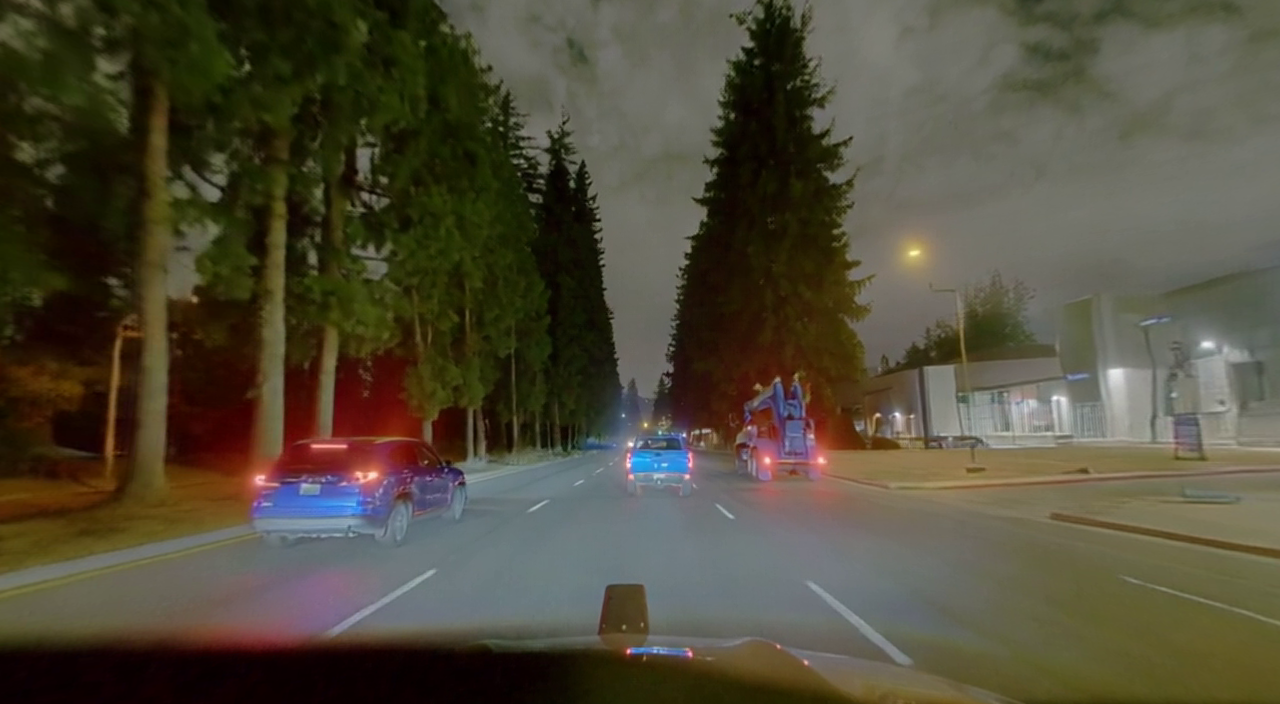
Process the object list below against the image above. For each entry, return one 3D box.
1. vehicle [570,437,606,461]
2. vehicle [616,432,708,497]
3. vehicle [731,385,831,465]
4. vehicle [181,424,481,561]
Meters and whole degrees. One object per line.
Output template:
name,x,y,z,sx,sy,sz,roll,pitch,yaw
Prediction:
vehicle,-3.680,6.938,45.288,2.062,1.641,4.193,0,-8,2
vehicle,0.496,2.864,16.391,2.086,1.466,4.026,0,-8,0
vehicle,5.826,3.226,27.118,2.736,3.078,5.825,0,-8,-2
vehicle,-4.050,1.920,9.457,2.003,1.507,4.808,0,-8,1
